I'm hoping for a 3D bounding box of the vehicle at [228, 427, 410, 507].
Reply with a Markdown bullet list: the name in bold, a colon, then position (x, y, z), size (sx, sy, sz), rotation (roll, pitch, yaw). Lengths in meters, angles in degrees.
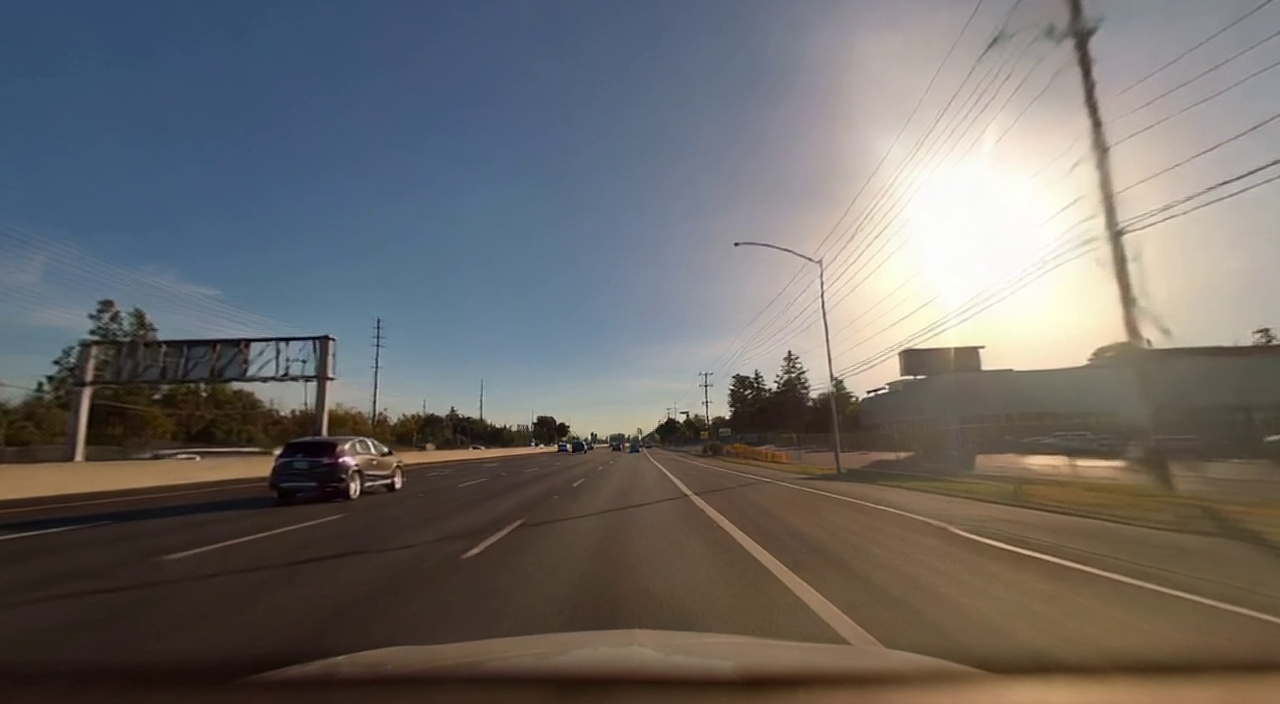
- **vehicle**: position (-7.623, 2.771, 15.637), size (2.140, 1.626, 4.457), rotation (1, -9, 0)
